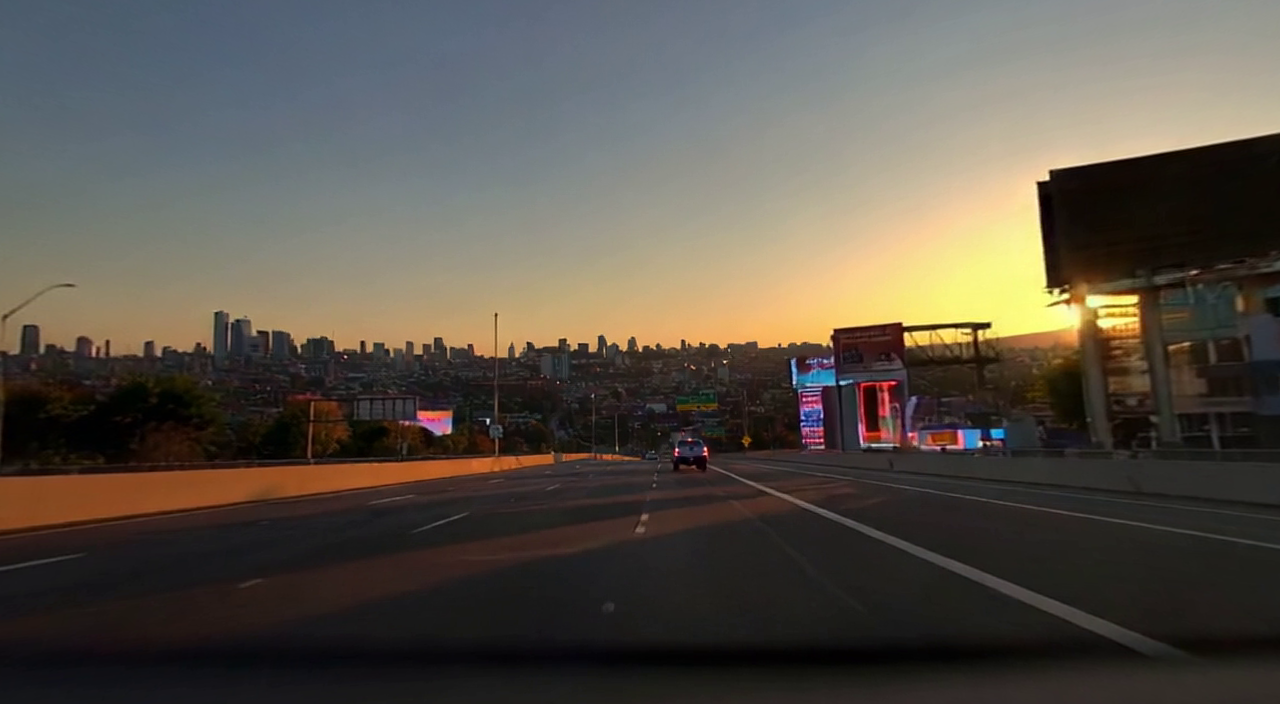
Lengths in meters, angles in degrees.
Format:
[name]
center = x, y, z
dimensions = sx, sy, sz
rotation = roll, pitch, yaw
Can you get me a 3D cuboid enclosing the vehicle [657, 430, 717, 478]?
[vehicle]
center = 2.290, 5.190, 32.237
dimensions = 2.740, 2.157, 6.300
rotation = -1, -9, 2
